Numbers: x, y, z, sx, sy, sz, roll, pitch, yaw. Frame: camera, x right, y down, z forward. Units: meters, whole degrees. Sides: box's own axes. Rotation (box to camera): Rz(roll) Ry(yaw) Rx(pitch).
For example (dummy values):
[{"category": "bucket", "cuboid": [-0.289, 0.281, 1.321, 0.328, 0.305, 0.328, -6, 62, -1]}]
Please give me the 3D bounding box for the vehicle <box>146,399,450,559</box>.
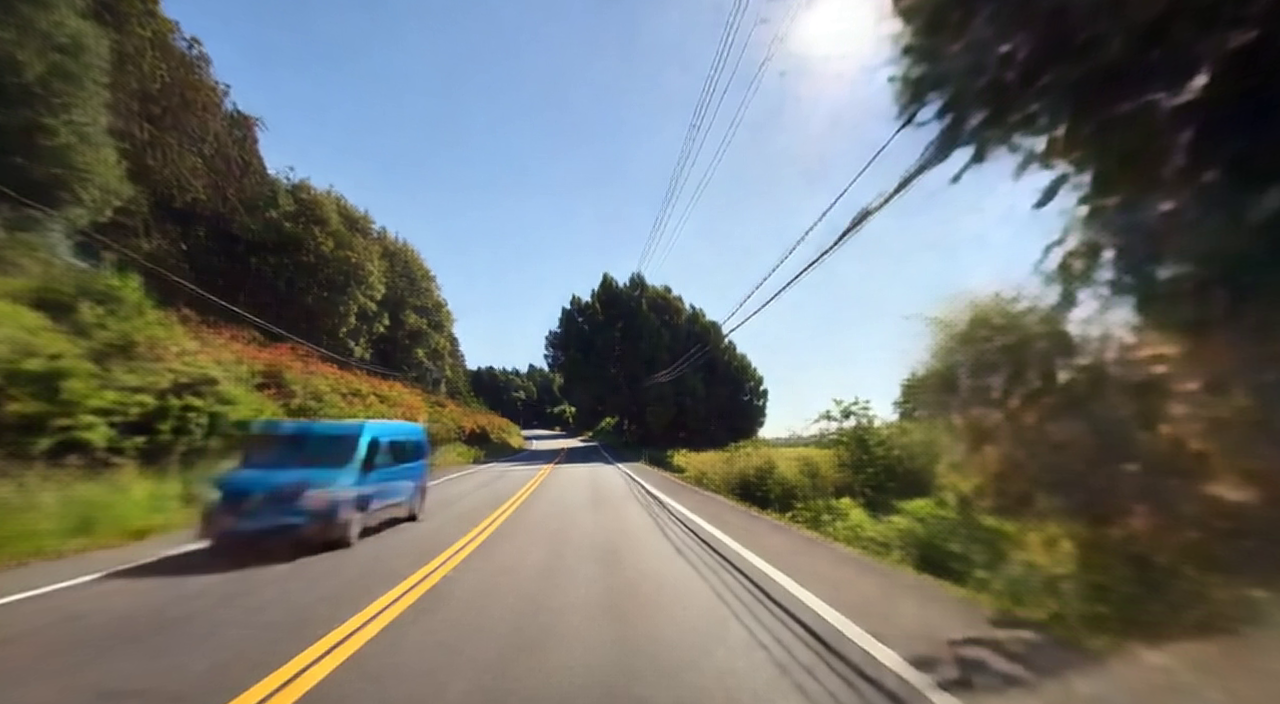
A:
[{"category": "vehicle", "cuboid": [-4.811, 1.857, 9.962, 2.213, 1.882, 4.693, 0, -8, -1]}]
